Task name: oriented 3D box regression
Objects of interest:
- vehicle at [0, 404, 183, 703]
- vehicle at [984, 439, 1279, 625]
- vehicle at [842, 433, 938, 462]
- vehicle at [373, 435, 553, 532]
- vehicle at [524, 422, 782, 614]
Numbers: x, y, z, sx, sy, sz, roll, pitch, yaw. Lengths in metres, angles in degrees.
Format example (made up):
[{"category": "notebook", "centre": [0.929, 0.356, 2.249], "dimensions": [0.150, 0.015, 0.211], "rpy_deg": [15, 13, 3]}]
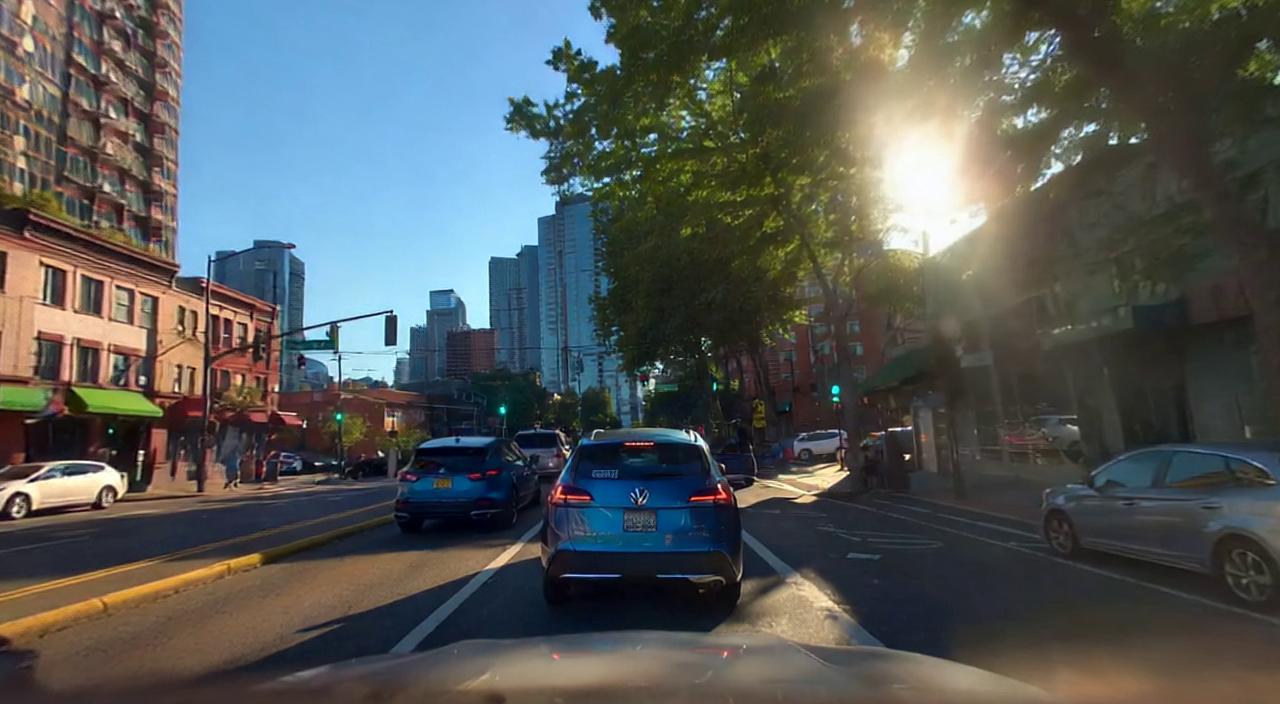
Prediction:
[{"category": "vehicle", "centre": [-3.093, 0.703, 0.590], "dimensions": [1.970, 1.492, 4.534], "rpy_deg": [0, -9, -1]}, {"category": "vehicle", "centre": [5.982, 1.704, 6.878], "dimensions": [1.873, 1.453, 4.579], "rpy_deg": [0, -9, 0]}, {"category": "vehicle", "centre": [16.381, 6.266, 41.514], "dimensions": [5.345, 1.811, 2.175], "rpy_deg": [0, -9, -1]}, {"category": "vehicle", "centre": [-3.023, 2.353, 11.863], "dimensions": [2.131, 1.486, 4.089], "rpy_deg": [0, -9, 1]}, {"category": "vehicle", "centre": [0.088, 1.580, 6.817], "dimensions": [2.022, 1.481, 3.564], "rpy_deg": [0, -9, 0]}]
